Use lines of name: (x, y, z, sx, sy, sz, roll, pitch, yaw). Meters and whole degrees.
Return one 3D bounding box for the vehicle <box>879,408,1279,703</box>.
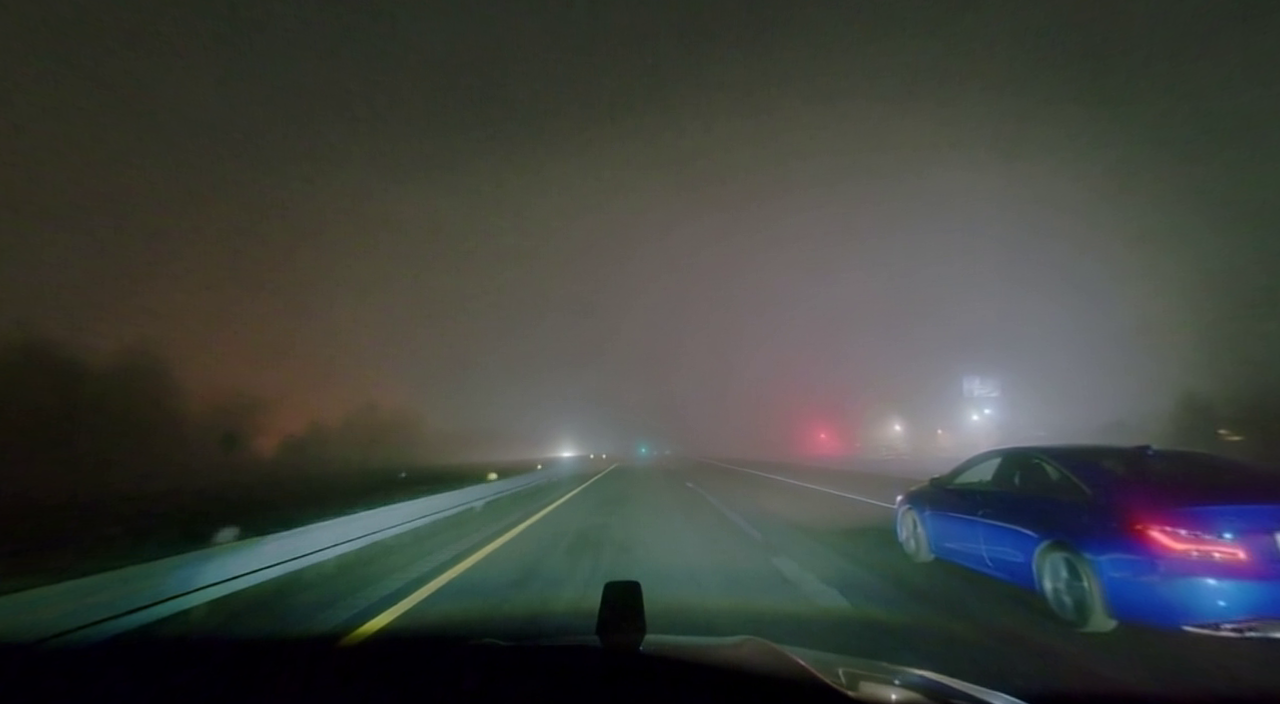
vehicle: (4.117, 1.386, 5.658, 2.053, 1.490, 4.799, 0, -8, 0)
